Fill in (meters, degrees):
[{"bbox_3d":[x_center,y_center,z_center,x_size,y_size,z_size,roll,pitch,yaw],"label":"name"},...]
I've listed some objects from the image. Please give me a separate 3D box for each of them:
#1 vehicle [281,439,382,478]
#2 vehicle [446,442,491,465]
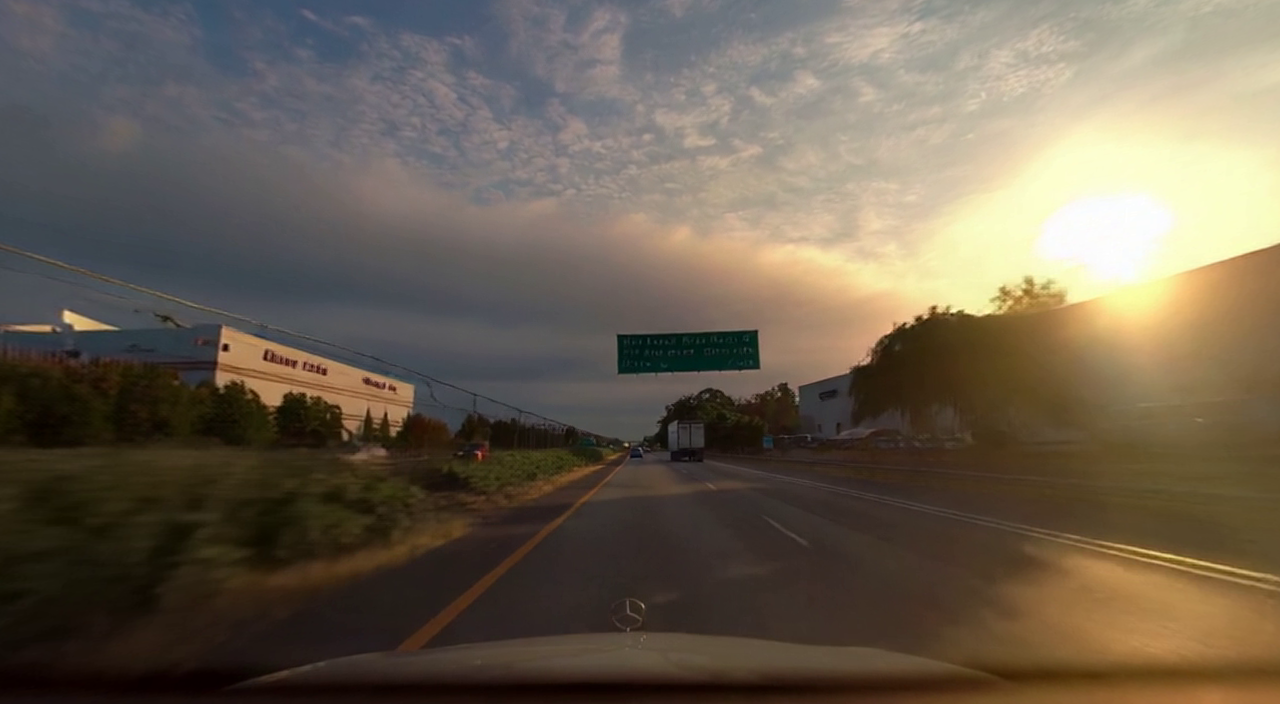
[{"bbox_3d":[-12.932,4.491,26.829,1.890,1.474,4.672,0,-9,1],"label":"vehicle"},{"bbox_3d":[-12.217,7.234,45.158,1.914,1.562,4.690,0,-9,0],"label":"vehicle"}]
